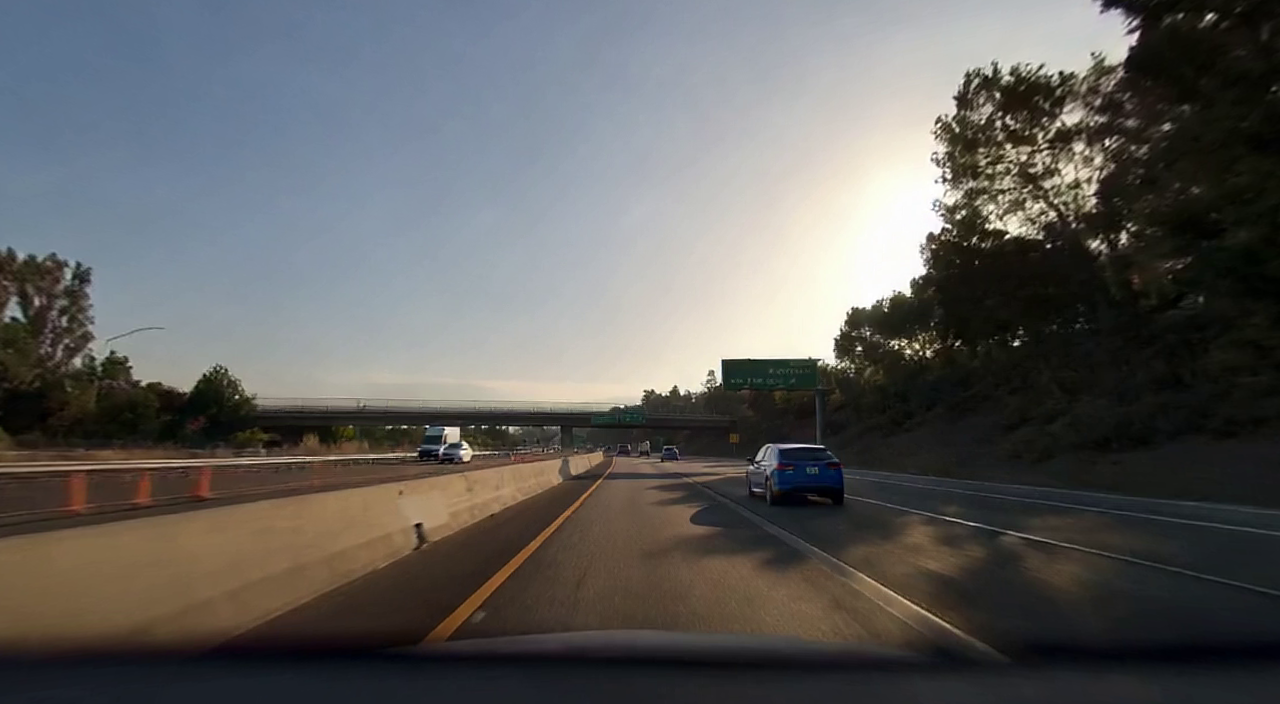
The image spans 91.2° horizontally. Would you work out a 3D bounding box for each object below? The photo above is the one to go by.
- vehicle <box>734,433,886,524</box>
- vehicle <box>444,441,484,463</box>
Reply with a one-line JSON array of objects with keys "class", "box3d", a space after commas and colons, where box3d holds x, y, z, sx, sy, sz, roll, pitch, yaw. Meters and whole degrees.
[{"class": "vehicle", "box3d": [3.405, 2.632, 13.563, 2.002, 1.604, 4.265, 0, -9, -1]}, {"class": "vehicle", "box3d": [-12.966, 7.405, 46.444, 1.859, 1.584, 3.912, 0, -9, -1]}]
